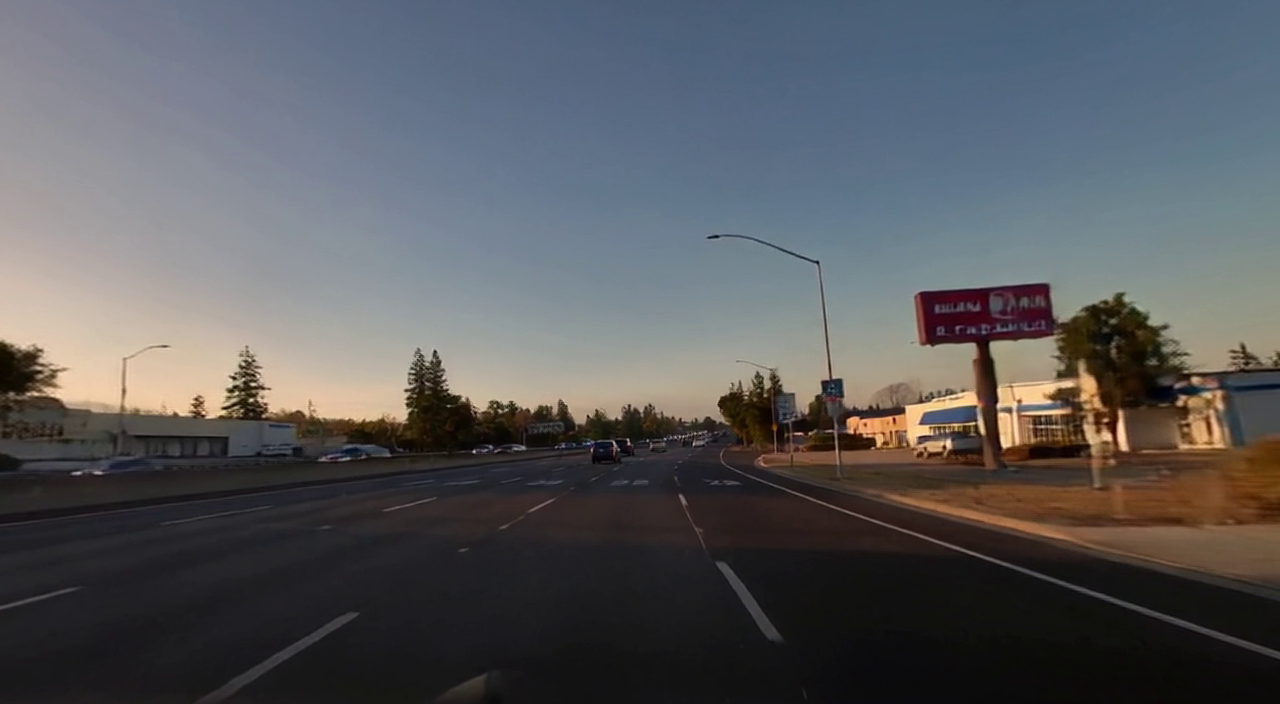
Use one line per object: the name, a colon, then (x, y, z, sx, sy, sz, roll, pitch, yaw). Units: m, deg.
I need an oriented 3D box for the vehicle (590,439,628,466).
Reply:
vehicle: (-2.091, 6.955, 44.013, 2.139, 1.782, 4.079, -1, -9, 5)

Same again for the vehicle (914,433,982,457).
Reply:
vehicle: (22.907, 6.928, 46.969, 4.317, 1.504, 1.884, -7, -9, 29)

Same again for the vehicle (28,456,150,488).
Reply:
vehicle: (-28.731, 6.243, 33.178, 1.931, 1.452, 4.774, 0, -9, 3)

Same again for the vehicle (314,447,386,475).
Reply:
vehicle: (-17.882, 6.705, 39.200, 1.972, 1.610, 4.607, -1, -9, 4)
